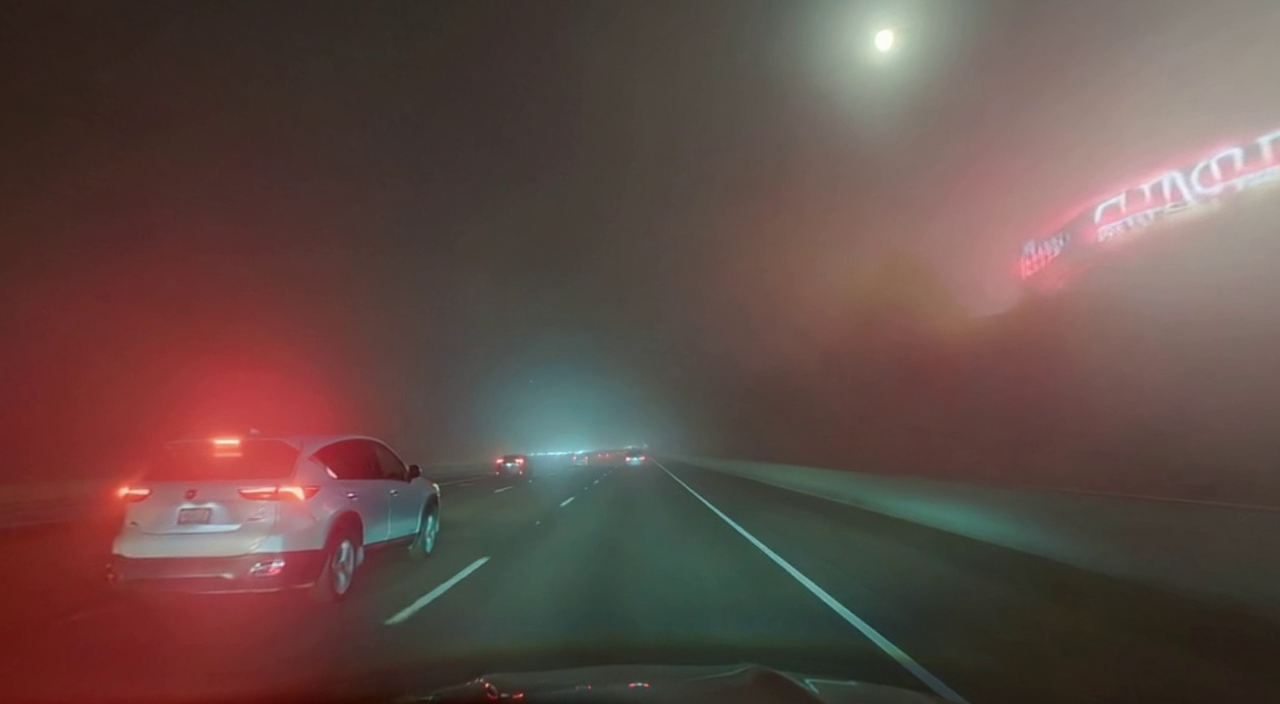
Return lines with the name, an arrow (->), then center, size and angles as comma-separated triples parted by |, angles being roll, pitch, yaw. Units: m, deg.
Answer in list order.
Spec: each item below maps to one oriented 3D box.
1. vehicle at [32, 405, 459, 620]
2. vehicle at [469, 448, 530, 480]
vehicle -> -3.864, 1.645, 7.439 | 2.059, 1.725, 4.521 | 0, -9, 0
vehicle -> -7.186, 5.777, 32.804 | 1.998, 1.542, 4.953 | 0, -9, 1
